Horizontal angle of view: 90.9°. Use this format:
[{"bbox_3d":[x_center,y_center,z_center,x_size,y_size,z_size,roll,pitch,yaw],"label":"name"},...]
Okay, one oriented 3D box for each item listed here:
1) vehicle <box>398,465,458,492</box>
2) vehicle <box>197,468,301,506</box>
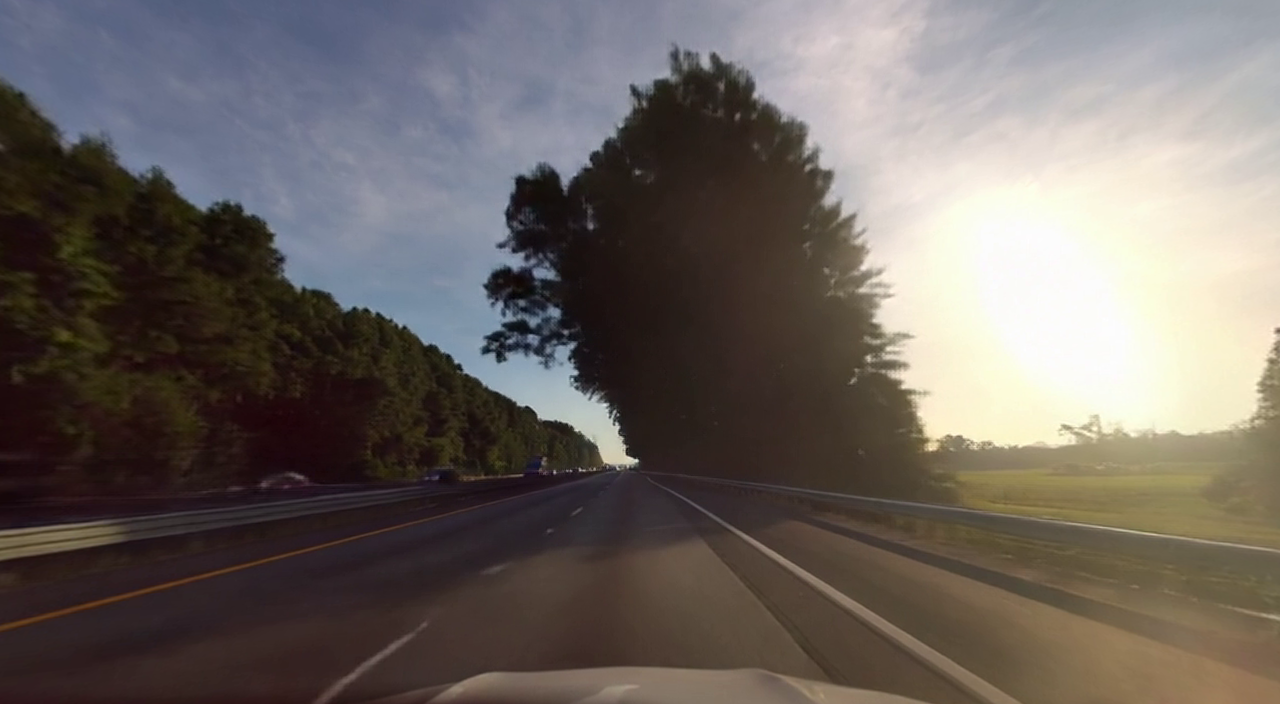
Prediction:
[{"bbox_3d":[-12.909,7.730,38.694,2.071,1.483,4.711,1,-11,-1],"label":"vehicle"},{"bbox_3d":[-17.131,5.920,27.909,1.806,1.484,4.295,1,-11,0],"label":"vehicle"}]
